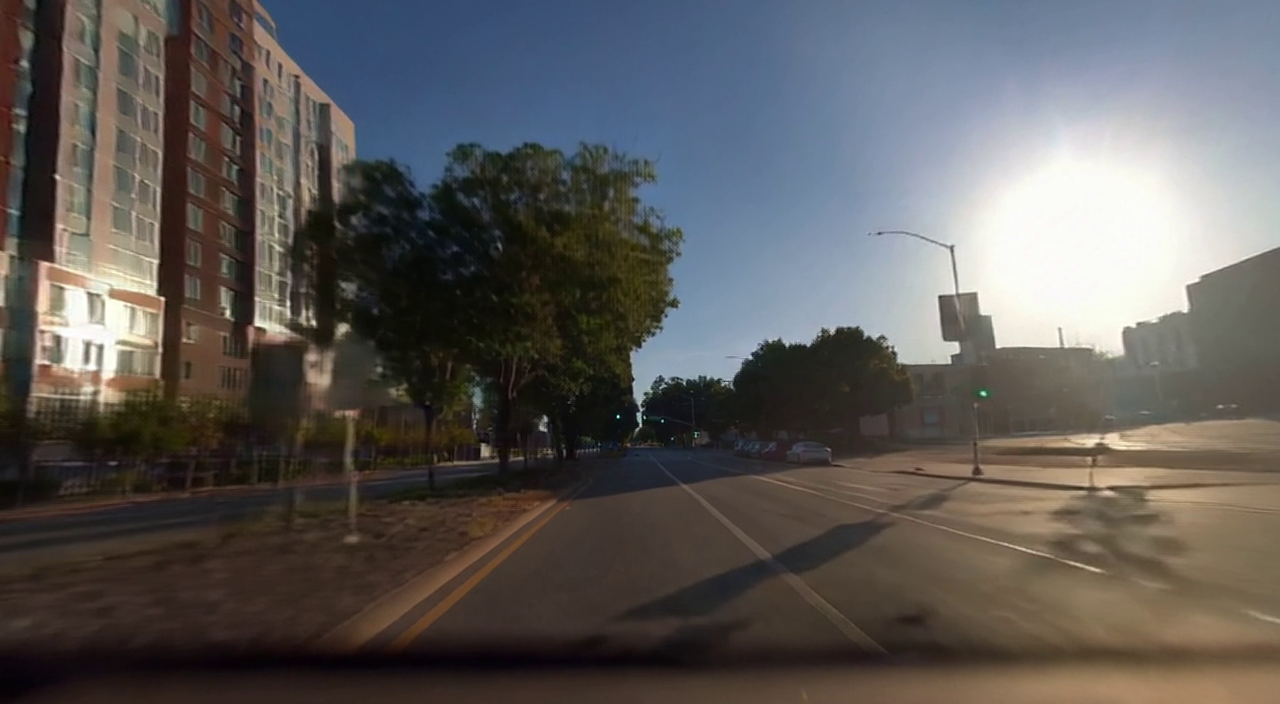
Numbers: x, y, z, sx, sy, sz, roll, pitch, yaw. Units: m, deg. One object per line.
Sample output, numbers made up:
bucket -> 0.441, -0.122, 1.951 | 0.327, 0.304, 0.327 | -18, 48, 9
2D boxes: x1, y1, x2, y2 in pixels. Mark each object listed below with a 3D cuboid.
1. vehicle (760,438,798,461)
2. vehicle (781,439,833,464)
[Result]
vehicle -> 10.370, 7.309, 47.431 | 1.889, 1.631, 4.021 | 0, -8, 0
vehicle -> 10.293, 6.187, 39.259 | 1.956, 1.462, 4.306 | 0, -8, -1
